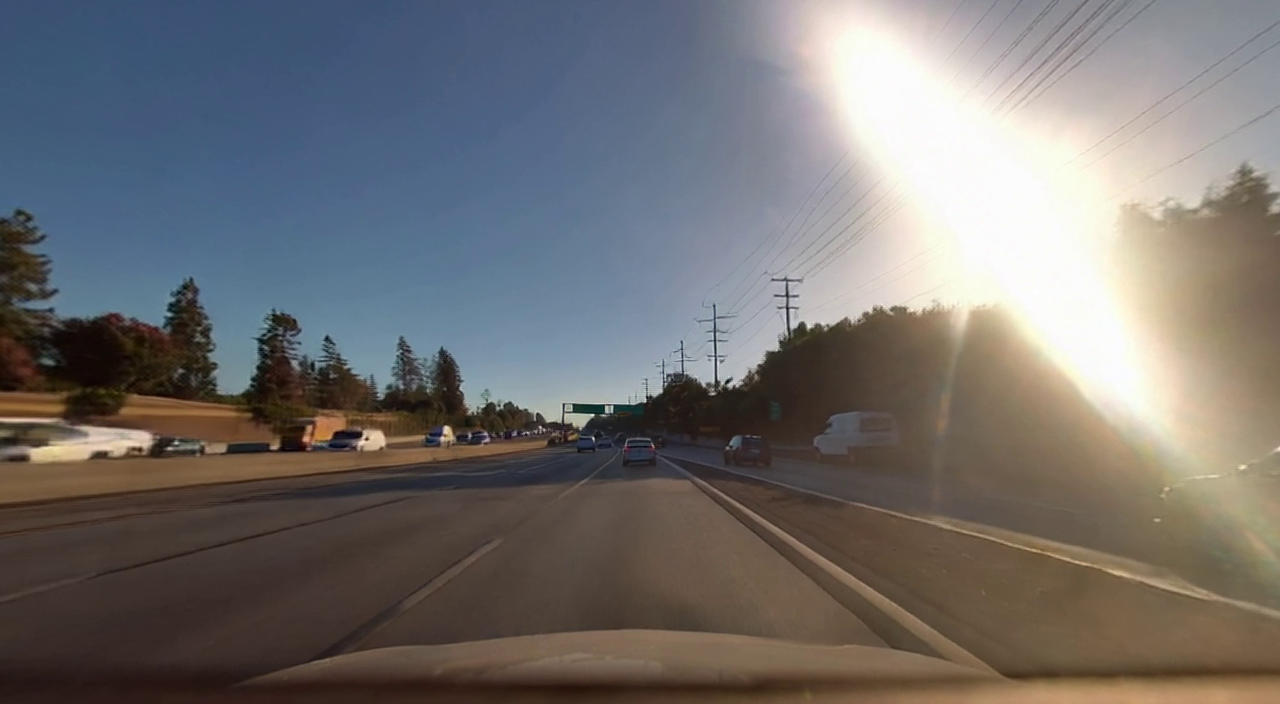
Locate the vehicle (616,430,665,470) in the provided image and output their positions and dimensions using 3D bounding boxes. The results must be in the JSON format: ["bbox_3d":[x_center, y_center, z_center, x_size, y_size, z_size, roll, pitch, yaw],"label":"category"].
[{"bbox_3d":[-0.035,4.686,30.324,2.192,1.769,4.287,0,-8,-2],"label":"vehicle"}]

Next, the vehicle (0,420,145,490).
[{"bbox_3d":[-16.022,2.685,16.559,2.055,1.611,4.851,0,-8,0],"label":"vehicle"}]

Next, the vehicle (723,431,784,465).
[{"bbox_3d":[6.056,5.208,34.336,2.099,1.720,4.829,1,-9,-4],"label":"vehicle"}]

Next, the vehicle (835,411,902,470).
[{"bbox_3d":[11.523,4.490,31.994,2.162,2.775,2.707,0,-8,-3],"label":"vehicle"}]

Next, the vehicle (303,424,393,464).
[{"bbox_3d":[-16.344,5.231,35.736,2.339,2.062,5.804,0,-8,0],"label":"vehicle"}]
